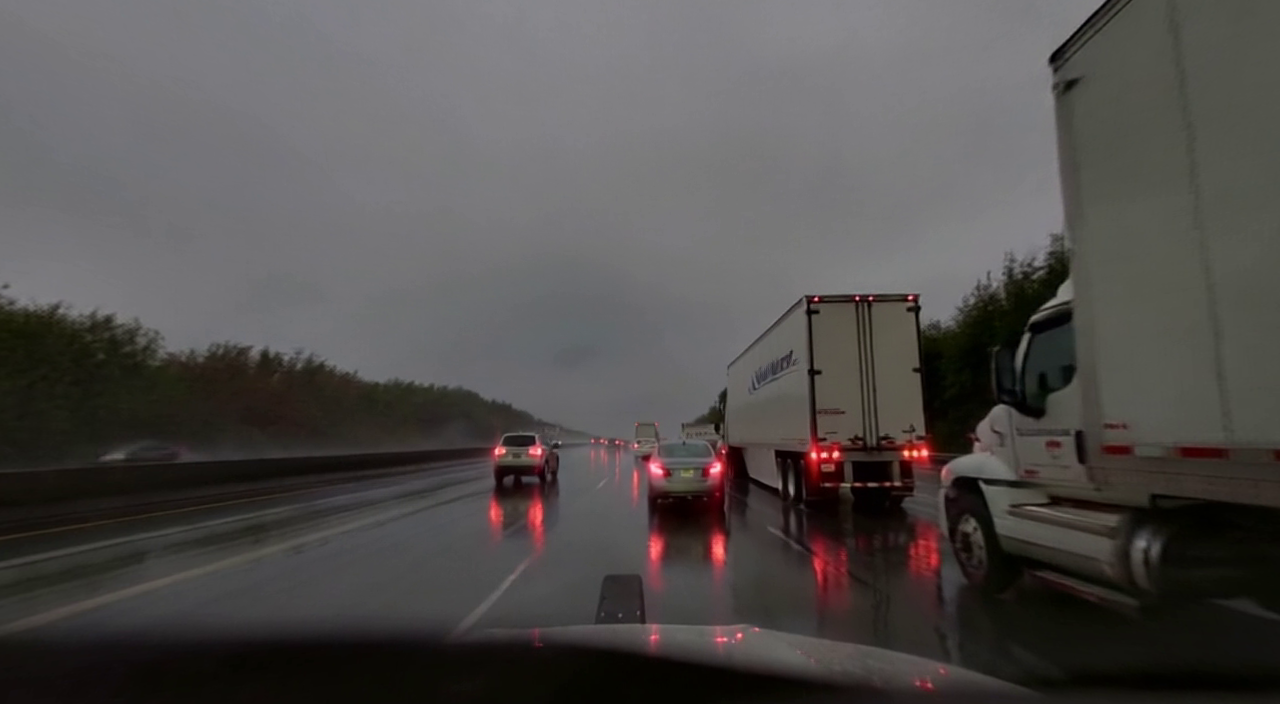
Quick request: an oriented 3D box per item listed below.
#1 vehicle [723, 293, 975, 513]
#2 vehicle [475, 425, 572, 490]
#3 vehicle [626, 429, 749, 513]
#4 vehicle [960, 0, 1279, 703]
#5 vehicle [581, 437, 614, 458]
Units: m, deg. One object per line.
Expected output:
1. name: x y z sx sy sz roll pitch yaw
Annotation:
1. vehicle: 4.756 1.858 18.822 2.883 4.070 14.423 0 -8 1
2. vehicle: -3.355 3.136 19.178 2.006 1.729 4.447 0 -8 1
3. vehicle: 0.851 2.431 13.555 2.200 1.495 4.282 0 -8 0
4. vehicle: 4.504 -0.289 2.703 2.981 3.988 6.053 0 -8 0
5. vehicle: -3.268 7.527 49.740 2.181 1.538 4.169 0 -8 2
